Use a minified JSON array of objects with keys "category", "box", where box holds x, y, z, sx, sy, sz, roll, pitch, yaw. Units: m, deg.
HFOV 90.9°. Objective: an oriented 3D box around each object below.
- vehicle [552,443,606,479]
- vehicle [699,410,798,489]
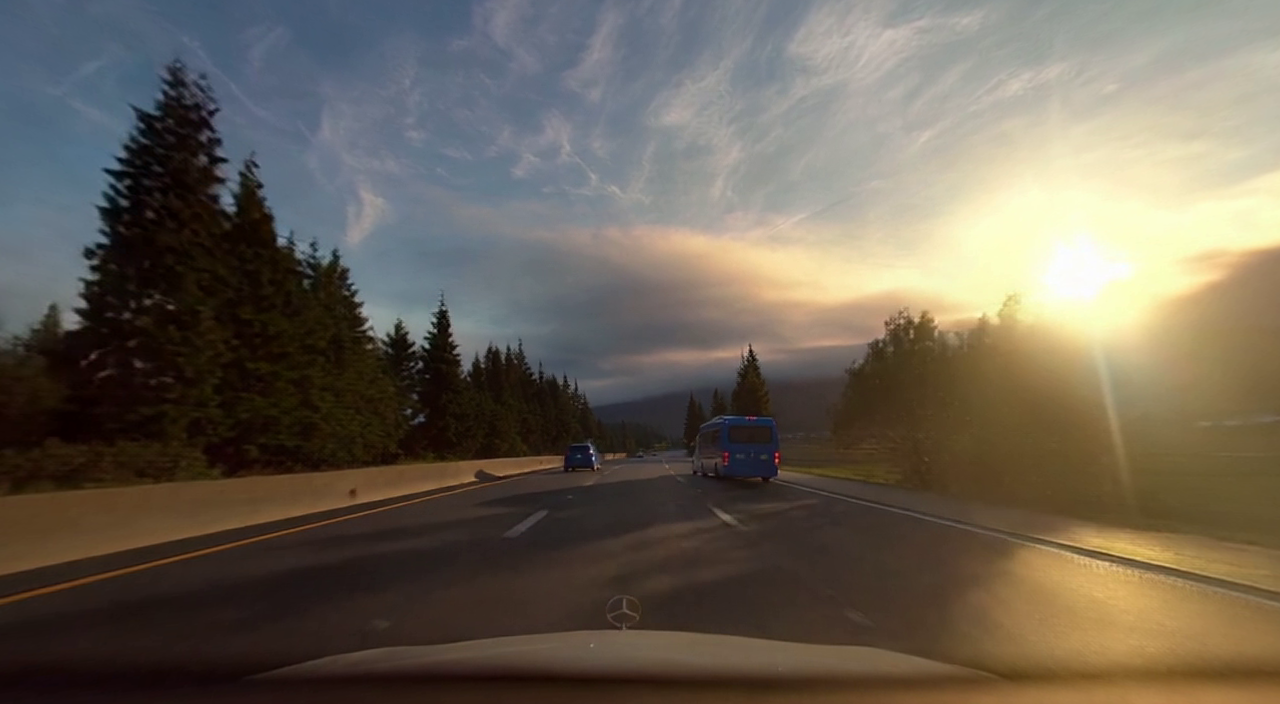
[{"category":"vehicle","box":[-2.852,5.246,30.584,2.020,1.619,4.690,0,-9,1]},{"category":"vehicle","box":[3.974,3.808,24.589,2.614,2.655,6.429,0,-9,-1]}]
